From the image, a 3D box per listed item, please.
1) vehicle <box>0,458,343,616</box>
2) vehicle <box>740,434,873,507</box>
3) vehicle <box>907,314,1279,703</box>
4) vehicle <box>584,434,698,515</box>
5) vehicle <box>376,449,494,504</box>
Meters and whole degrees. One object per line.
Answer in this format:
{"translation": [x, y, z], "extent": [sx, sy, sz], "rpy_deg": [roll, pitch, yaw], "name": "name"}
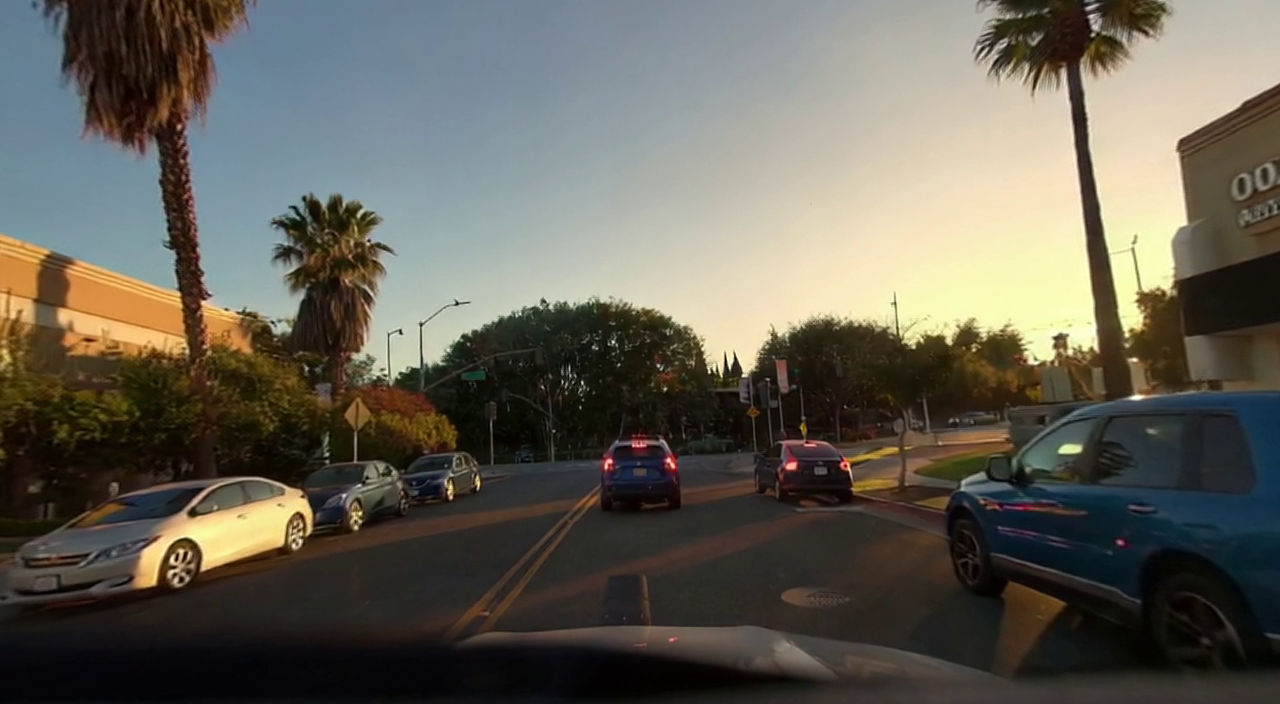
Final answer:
{"translation": [-6.141, 2.270, 8.726], "extent": [1.850, 1.482, 4.454], "rpy_deg": [0, -8, 1], "name": "vehicle"}
{"translation": [3.607, 2.635, 14.584], "extent": [1.821, 1.417, 4.454], "rpy_deg": [0, -8, 0], "name": "vehicle"}
{"translation": [3.632, 0.895, 3.525], "extent": [2.099, 1.786, 5.198], "rpy_deg": [0, -8, 1], "name": "vehicle"}
{"translation": [-0.006, 2.511, 13.520], "extent": [2.060, 1.452, 4.078], "rpy_deg": [0, -8, -1], "name": "vehicle"}
{"translation": [-6.344, 3.887, 20.174], "extent": [2.105, 1.469, 4.693], "rpy_deg": [0, -8, 1], "name": "vehicle"}
